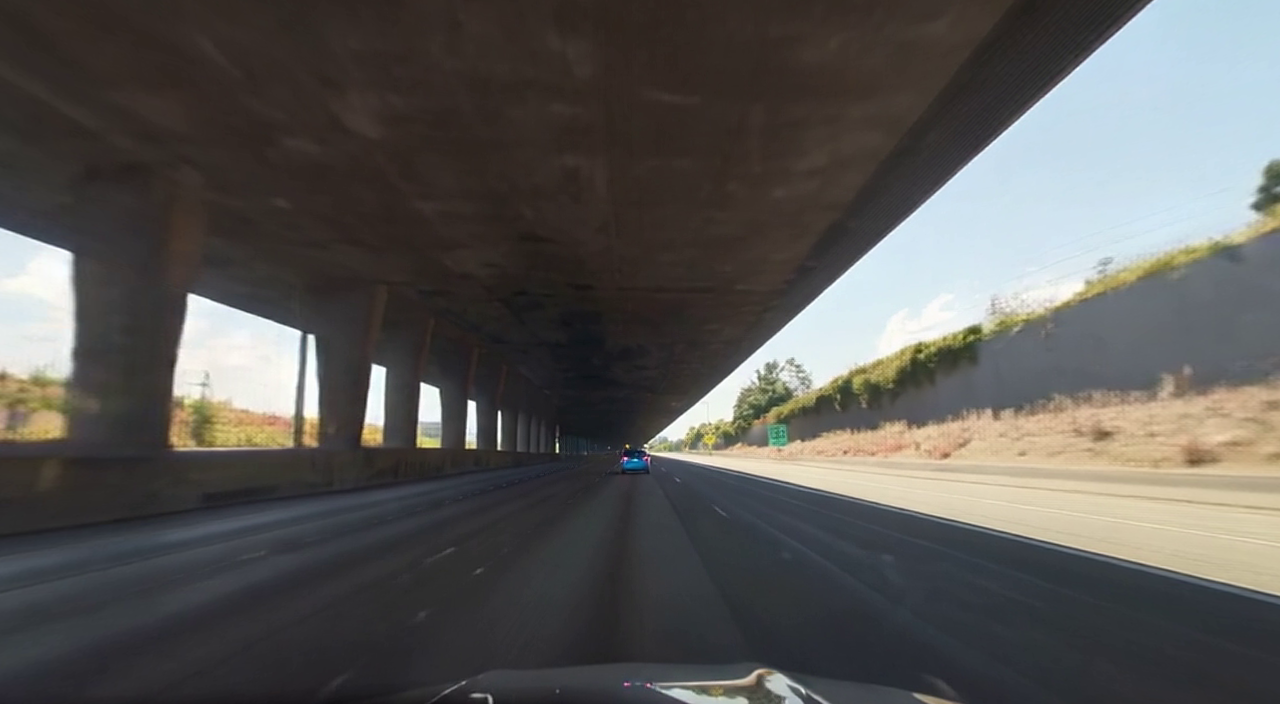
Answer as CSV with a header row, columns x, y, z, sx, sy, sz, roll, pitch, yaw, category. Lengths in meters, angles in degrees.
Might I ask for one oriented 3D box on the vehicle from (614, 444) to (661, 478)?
x,y,z,sx,sy,sz,roll,pitch,yaw,category
-0.124,5.155,29.924,2.055,1.501,4.321,0,-9,-1,vehicle
